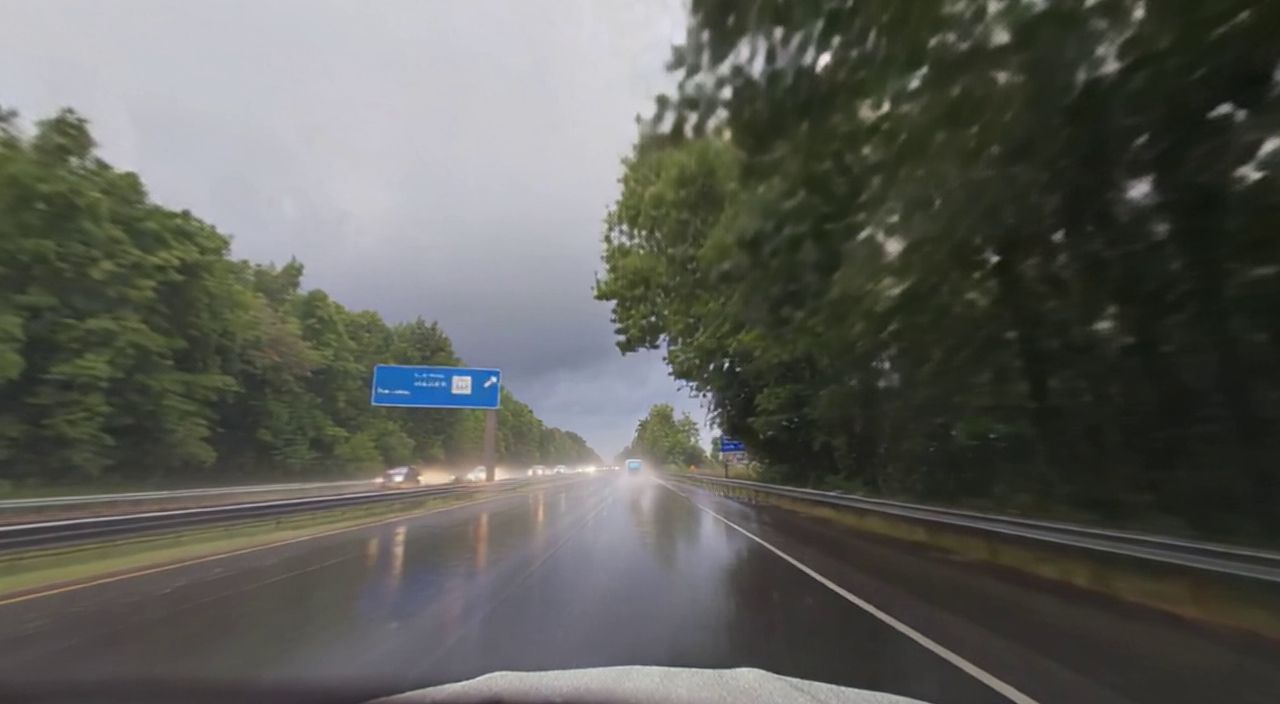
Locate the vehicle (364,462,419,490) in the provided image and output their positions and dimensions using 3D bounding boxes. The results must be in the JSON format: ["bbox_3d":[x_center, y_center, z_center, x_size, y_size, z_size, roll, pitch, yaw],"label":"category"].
[{"bbox_3d":[-17.195,8.595,43.884,1.967,1.798,4.485,1,-11,-1],"label":"vehicle"}]
